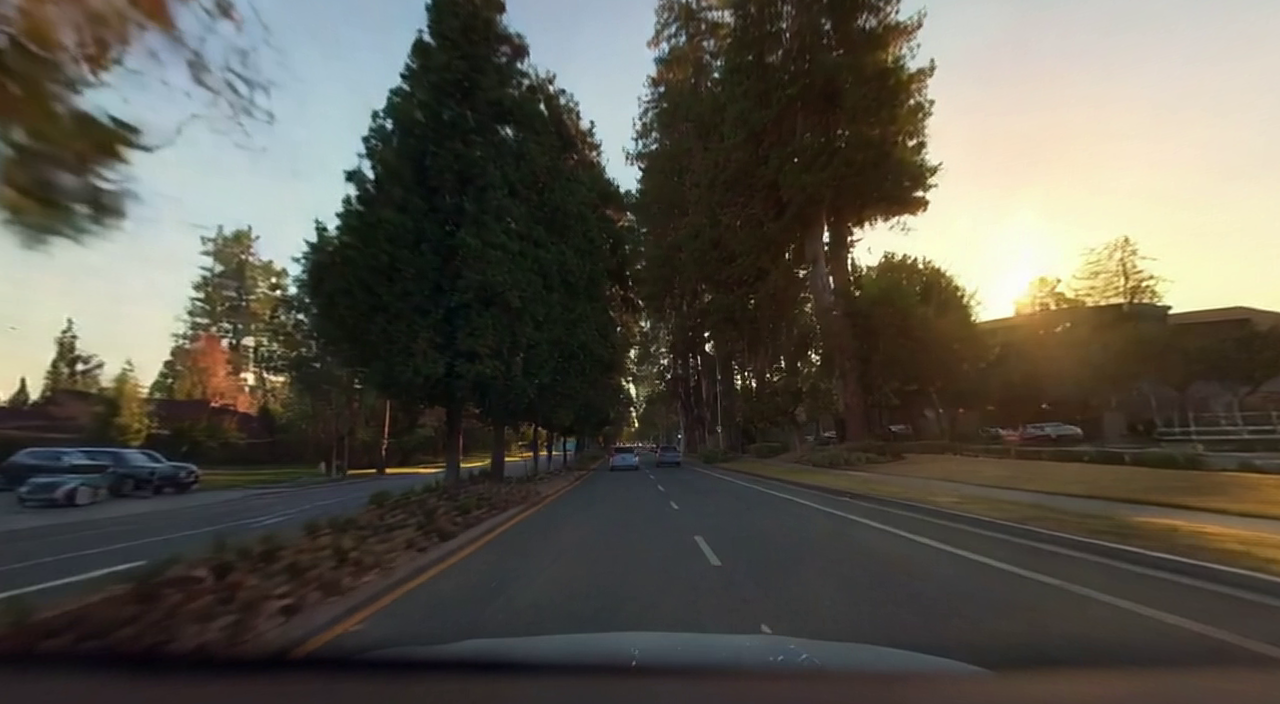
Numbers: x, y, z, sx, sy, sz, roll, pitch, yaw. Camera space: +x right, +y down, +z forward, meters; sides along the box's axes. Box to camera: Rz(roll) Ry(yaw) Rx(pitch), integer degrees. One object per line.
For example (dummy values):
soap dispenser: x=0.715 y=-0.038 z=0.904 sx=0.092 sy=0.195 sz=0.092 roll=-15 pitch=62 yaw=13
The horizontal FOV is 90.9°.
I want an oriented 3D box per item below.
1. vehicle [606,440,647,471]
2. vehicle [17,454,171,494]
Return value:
vehicle: x=-0.766 y=5.677 z=34.832 sx=2.109 sy=1.612 sz=3.963 roll=0 pitch=-8 yaw=-2
vehicle: x=-22.523 y=5.027 z=26.134 sx=4.589 sy=1.557 sz=1.887 roll=0 pitch=-8 yaw=0
